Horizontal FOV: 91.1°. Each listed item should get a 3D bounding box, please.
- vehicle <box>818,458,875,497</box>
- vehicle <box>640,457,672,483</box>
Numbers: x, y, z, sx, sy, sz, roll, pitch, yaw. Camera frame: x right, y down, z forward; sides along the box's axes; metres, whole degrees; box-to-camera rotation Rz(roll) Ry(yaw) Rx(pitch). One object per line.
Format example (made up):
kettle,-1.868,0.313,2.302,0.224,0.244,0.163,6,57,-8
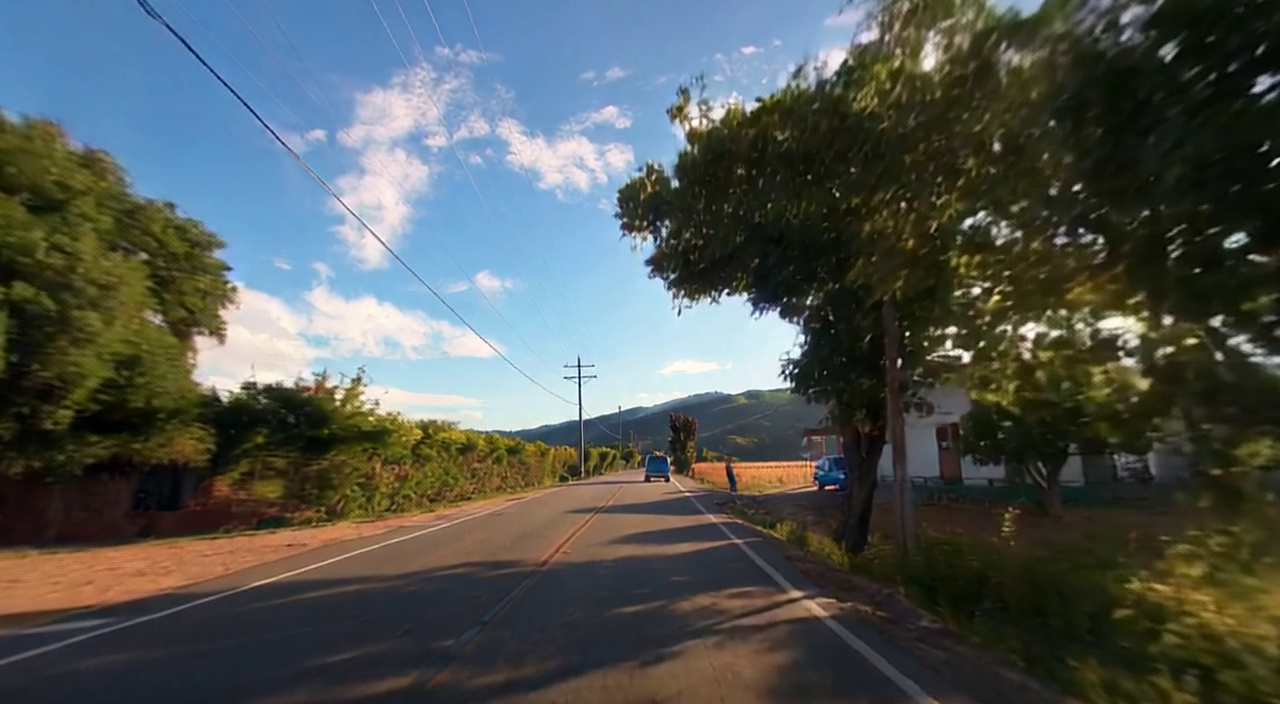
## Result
vehicle,11.250,6.855,34.593,2.077,1.919,4.690,-3,-10,8
vehicle,1.189,9.005,48.165,2.319,1.843,4.513,1,-10,1
